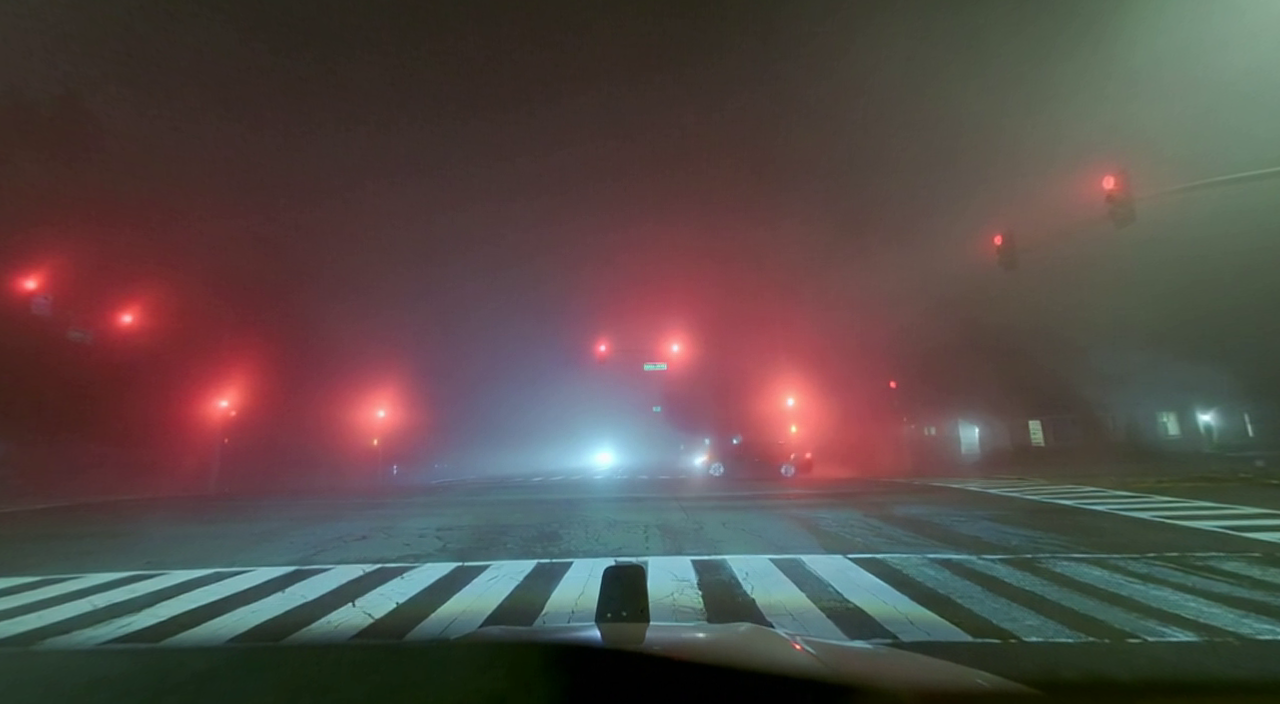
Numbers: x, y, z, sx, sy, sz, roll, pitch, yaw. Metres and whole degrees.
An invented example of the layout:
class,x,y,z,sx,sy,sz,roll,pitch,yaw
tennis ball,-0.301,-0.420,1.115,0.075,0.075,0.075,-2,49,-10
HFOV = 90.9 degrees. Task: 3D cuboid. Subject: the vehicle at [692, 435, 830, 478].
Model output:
class,x,y,z,sx,sy,sz,roll,pitch,yaw
vehicle,4.253,3.741,22.724,4.562,1.460,1.822,0,-8,-1
